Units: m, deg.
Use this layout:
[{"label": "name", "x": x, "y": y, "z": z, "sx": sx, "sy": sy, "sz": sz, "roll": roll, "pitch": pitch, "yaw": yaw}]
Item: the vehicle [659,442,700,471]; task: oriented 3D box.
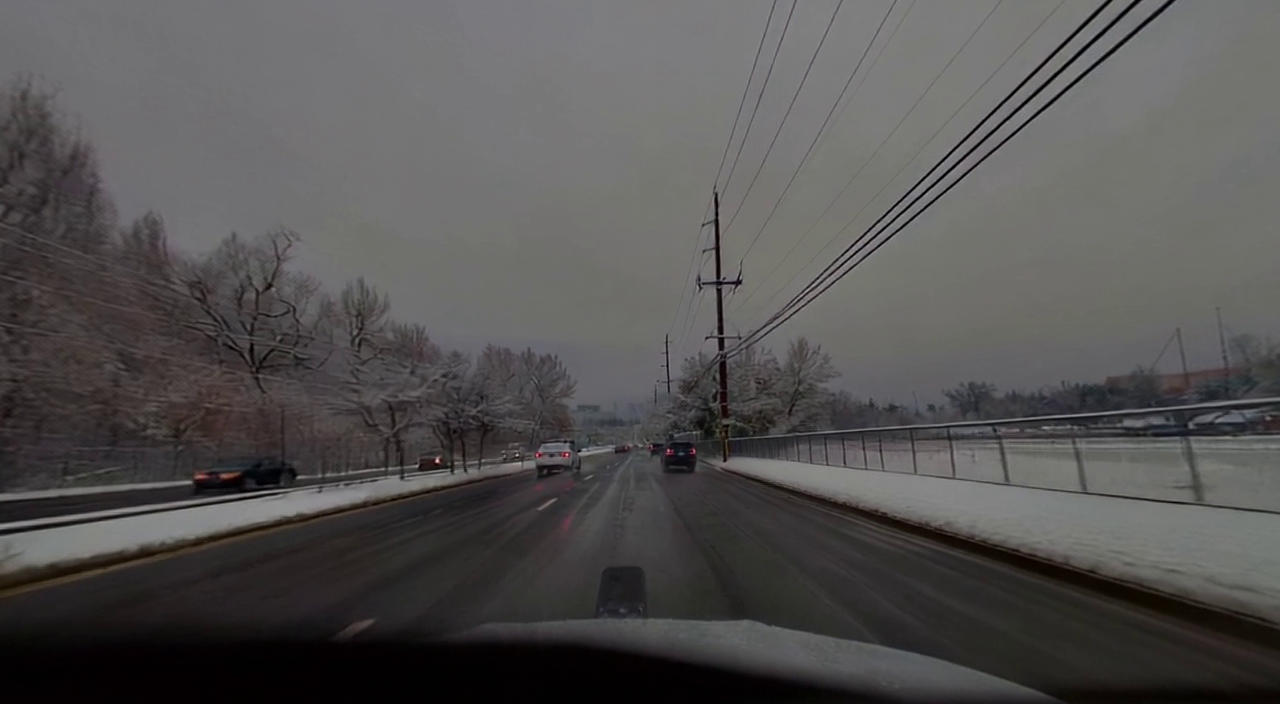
[{"label": "vehicle", "x": 2.102, "y": 5.756, "z": 34.803, "sx": 2.059, "sy": 1.486, "sz": 3.980, "roll": 0, "pitch": -8, "yaw": 0}]

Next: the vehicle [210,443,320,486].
[{"label": "vehicle", "x": -16.586, "y": 4.959, "z": 28.082, "sx": 2.073, "sy": 1.715, "sz": 4.524, "roll": 0, "pitch": -8, "yaw": 1}]

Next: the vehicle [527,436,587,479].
[{"label": "vehicle", "x": -3.528, "y": 4.561, "z": 27.458, "sx": 1.950, "sy": 1.692, "sz": 4.397, "roll": 0, "pitch": -8, "yaw": 1}]
